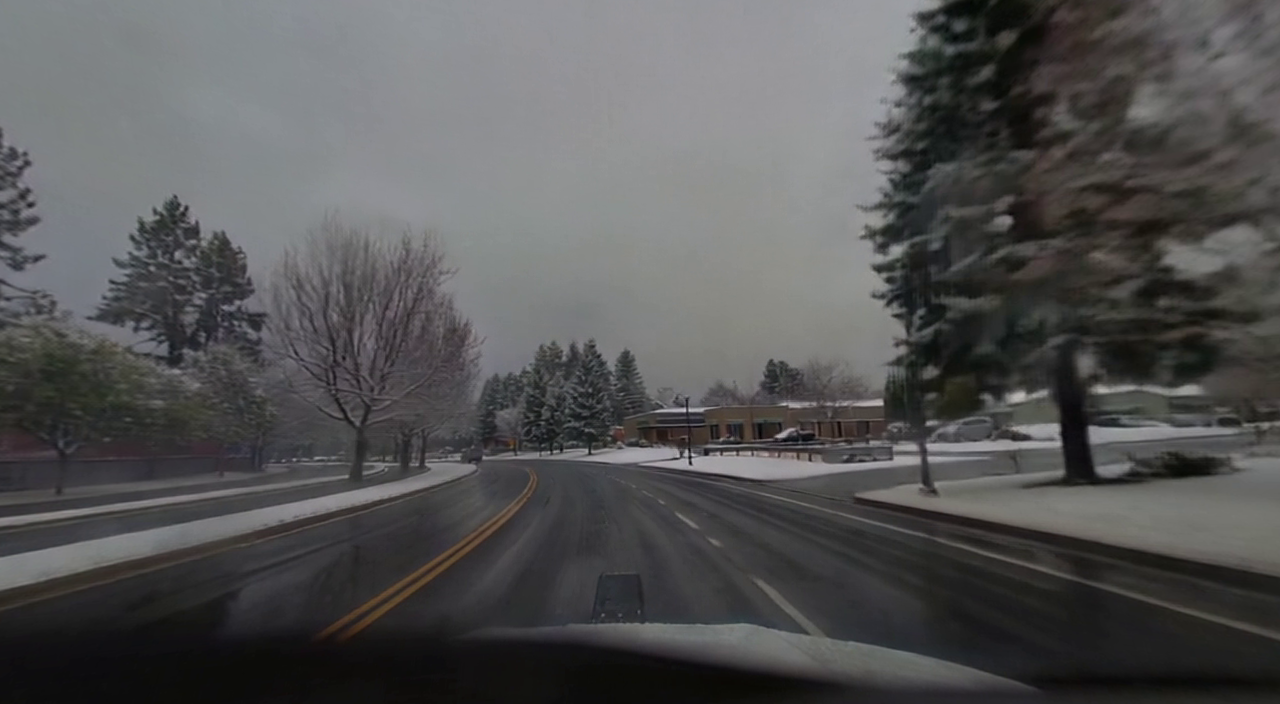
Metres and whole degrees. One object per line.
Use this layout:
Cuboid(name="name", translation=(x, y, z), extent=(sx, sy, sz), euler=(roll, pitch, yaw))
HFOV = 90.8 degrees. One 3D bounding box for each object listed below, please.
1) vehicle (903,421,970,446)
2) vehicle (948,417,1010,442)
Cuboid(name="vehicle", translation=(22.320, 6.128, 47.550), extent=(4.370, 1.533, 2.033), euler=(0, -9, -26))
Cuboid(name="vehicle", translation=(24.501, 5.629, 45.619), extent=(4.147, 1.680, 2.441), euler=(7, -11, -40))
